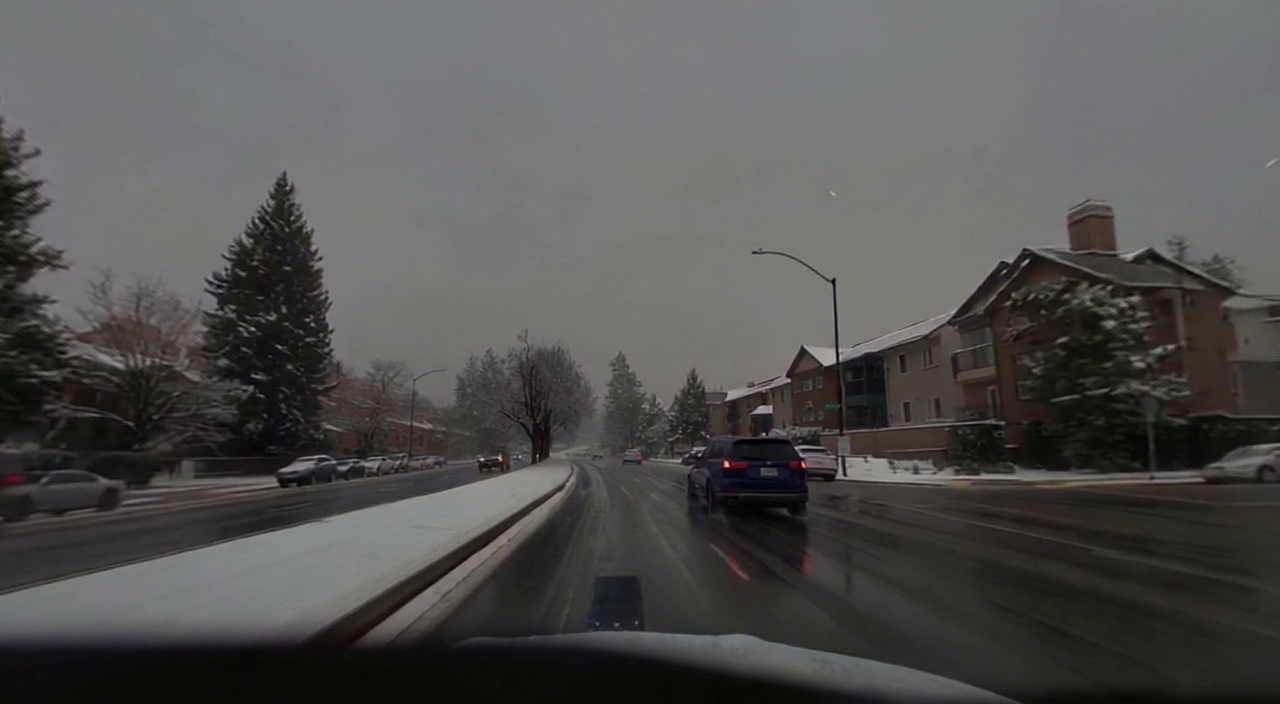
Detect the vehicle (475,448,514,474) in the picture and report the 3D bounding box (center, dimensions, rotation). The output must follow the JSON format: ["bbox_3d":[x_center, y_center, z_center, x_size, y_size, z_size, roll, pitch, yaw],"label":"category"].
[{"bbox_3d":[-10.878,8.172,47.519,2.233,1.850,4.801,0,-9,-5],"label":"vehicle"}]

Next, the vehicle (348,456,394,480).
[{"bbox_3d":[-20.639,8.903,48.644,1.871,1.712,4.710,1,-9,-6],"label":"vehicle"}]

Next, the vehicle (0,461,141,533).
[{"bbox_3d":[-17.649,4.178,18.661,2.078,1.612,4.798,-2,-7,-3],"label":"vehicle"}]

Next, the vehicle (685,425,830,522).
[{"bbox_3d":[2.335,2.585,13.949,2.085,1.763,4.490,0,-9,-3],"label":"vehicle"}]

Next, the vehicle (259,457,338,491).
[{"bbox_3d":[-19.486,6.935,36.310,2.145,1.764,4.653,0,-9,-4],"label":"vehicle"}]
